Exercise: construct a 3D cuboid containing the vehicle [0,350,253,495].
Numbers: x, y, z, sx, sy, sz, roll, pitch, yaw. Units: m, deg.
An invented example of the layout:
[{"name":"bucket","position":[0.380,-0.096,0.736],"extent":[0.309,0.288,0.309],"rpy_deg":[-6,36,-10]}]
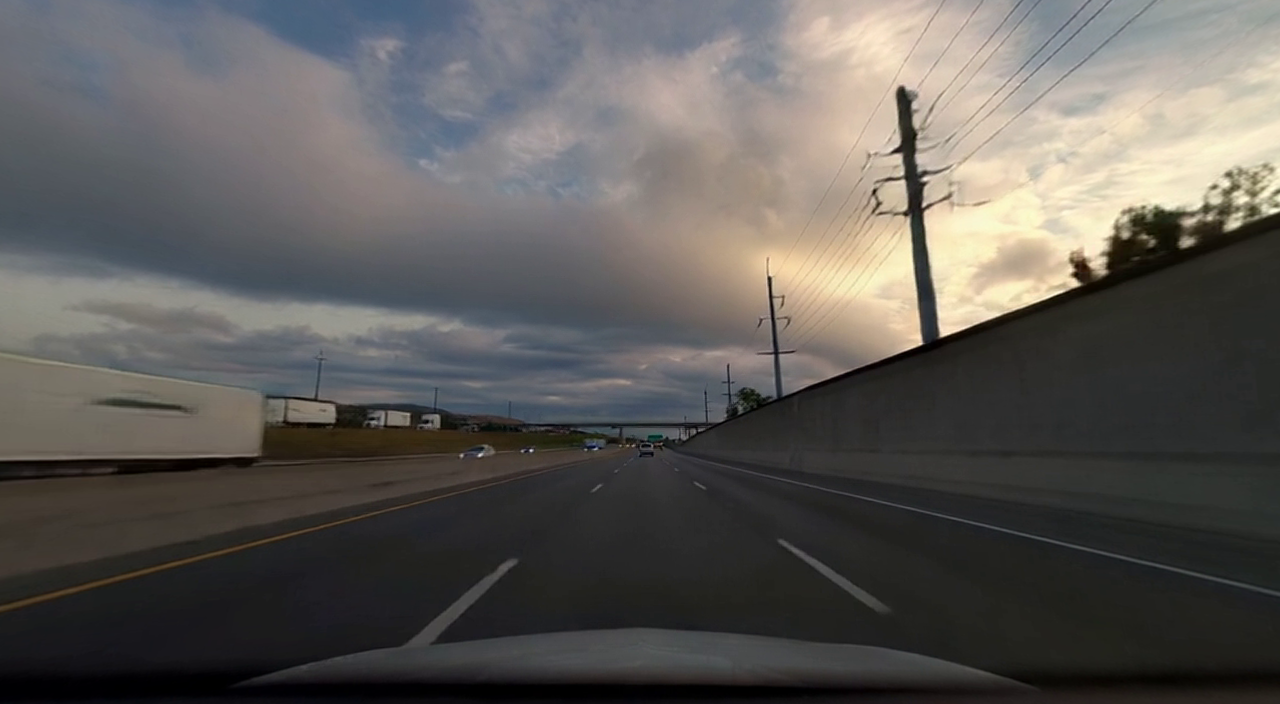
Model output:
[{"name":"vehicle","position":[-19.354,2.551,21.355],"extent":[2.923,3.998,15.120],"rpy_deg":[0,-9,0]}]
